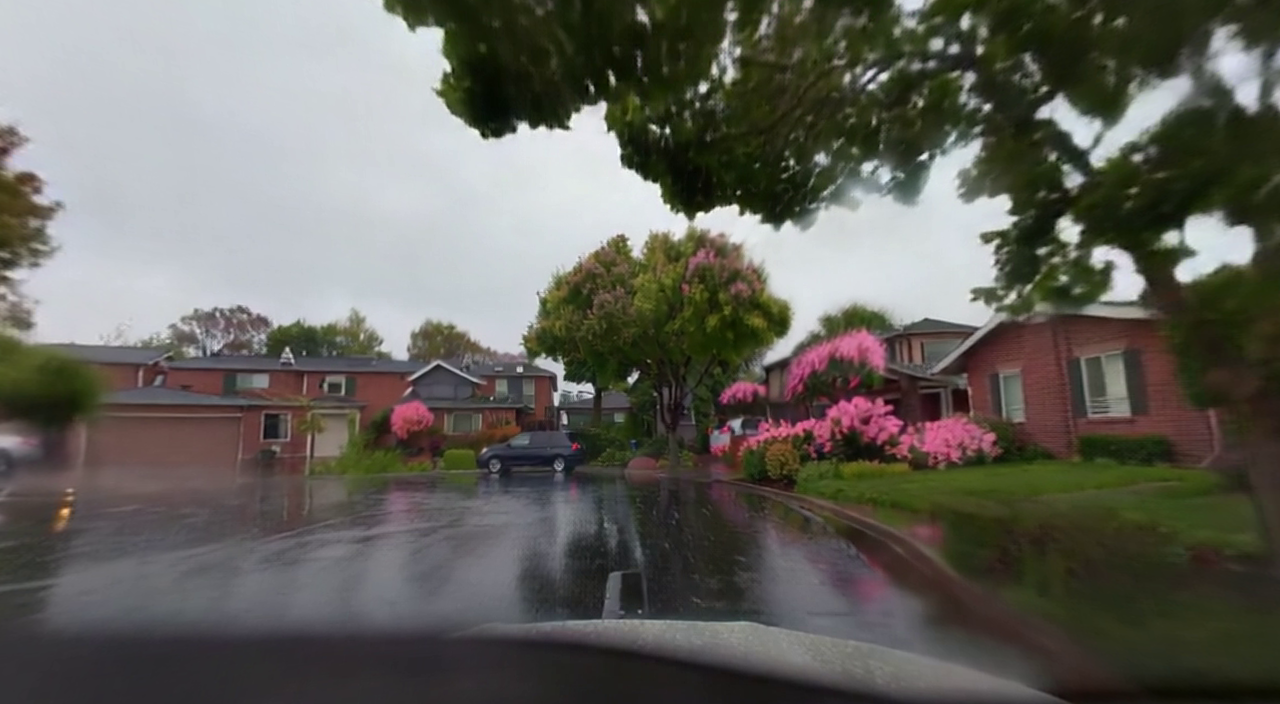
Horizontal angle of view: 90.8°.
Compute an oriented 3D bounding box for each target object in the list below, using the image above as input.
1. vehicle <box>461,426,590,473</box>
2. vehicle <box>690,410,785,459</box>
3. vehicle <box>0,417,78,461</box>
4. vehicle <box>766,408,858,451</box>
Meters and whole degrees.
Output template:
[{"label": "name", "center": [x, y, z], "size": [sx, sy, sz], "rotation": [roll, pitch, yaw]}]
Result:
[{"label": "vehicle", "center": [-4.675, 4.056, 26.239], "size": [4.815, 1.827, 2.147], "rotation": [-1, -9, 10]}, {"label": "vehicle", "center": [4.614, 3.795, 29.501], "size": [2.310, 1.701, 4.280], "rotation": [-7, -3, 41]}, {"label": "vehicle", "center": [-26.780, 3.773, 27.241], "size": [4.237, 1.728, 2.203], "rotation": [-4, -10, 27]}, {"label": "vehicle", "center": [7.969, 3.627, 29.049], "size": [2.152, 1.773, 4.495], "rotation": [-8, -11, 42]}]
